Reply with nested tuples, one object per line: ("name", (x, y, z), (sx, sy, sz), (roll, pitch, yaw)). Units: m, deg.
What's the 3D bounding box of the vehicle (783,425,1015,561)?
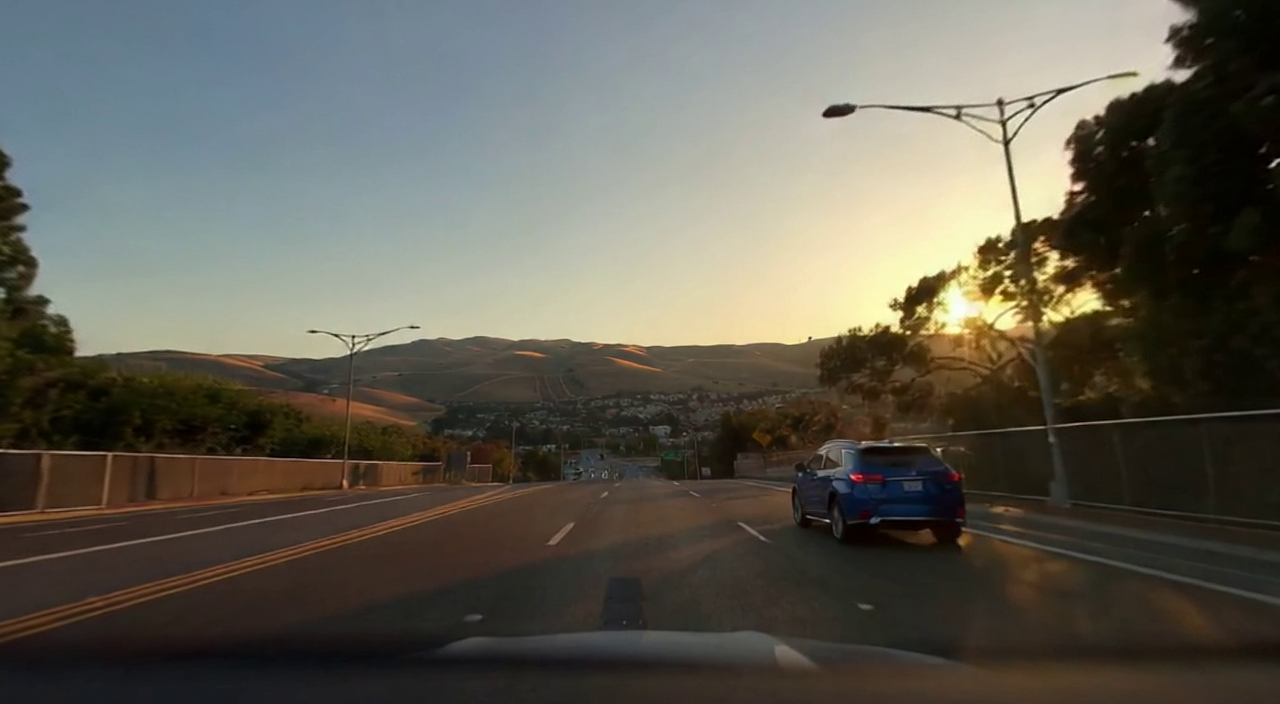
("vehicle", (3.848, 2.151, 10.387), (1.989, 1.730, 4.324), (0, -8, 0))
